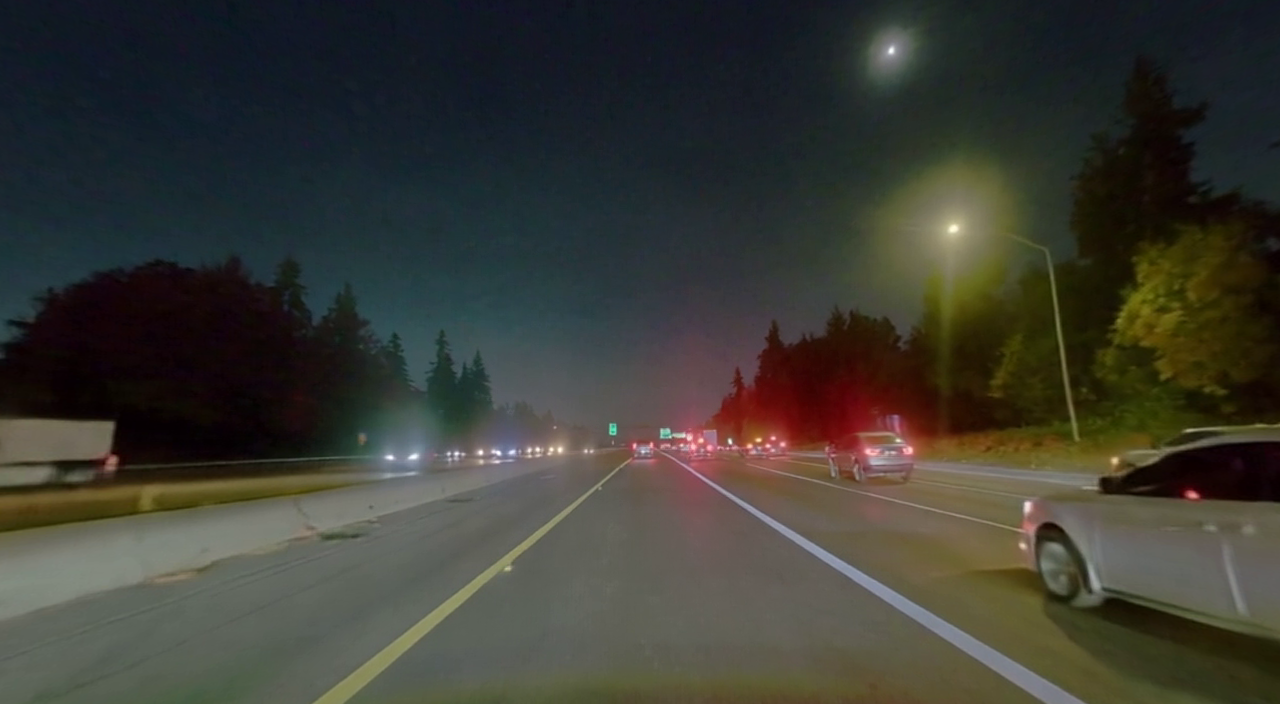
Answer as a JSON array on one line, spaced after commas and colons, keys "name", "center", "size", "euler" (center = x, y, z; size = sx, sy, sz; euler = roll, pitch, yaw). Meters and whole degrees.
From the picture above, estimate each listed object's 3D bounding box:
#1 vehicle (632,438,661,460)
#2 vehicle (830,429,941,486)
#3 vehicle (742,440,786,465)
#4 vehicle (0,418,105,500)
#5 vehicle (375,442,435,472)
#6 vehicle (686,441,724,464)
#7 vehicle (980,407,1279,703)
[{"name": "vehicle", "center": [0.492, 7.438, 48.368], "size": [2.124, 1.639, 4.122], "euler": [0, -8, 1]}, {"name": "vehicle", "center": [8.145, 3.540, 21.394], "size": [1.986, 1.703, 4.226], "euler": [0, -8, -1]}, {"name": "vehicle", "center": [8.033, 6.532, 41.154], "size": [1.919, 1.476, 4.303], "euler": [0, -8, -1]}, {"name": "vehicle", "center": [-21.362, 3.484, 20.630], "size": [2.442, 2.577, 5.925], "euler": [0, -8, 0]}, {"name": "vehicle", "center": [-13.586, 6.072, 36.757], "size": [1.847, 1.610, 4.188], "euler": [0, -8, 0]}, {"name": "vehicle", "center": [4.433, 6.905, 43.500], "size": [2.118, 1.438, 4.312], "euler": [0, -8, -1]}, {"name": "vehicle", "center": [4.171, 1.019, 3.083], "size": [2.223, 1.483, 5.075], "euler": [0, -8, 0]}]
